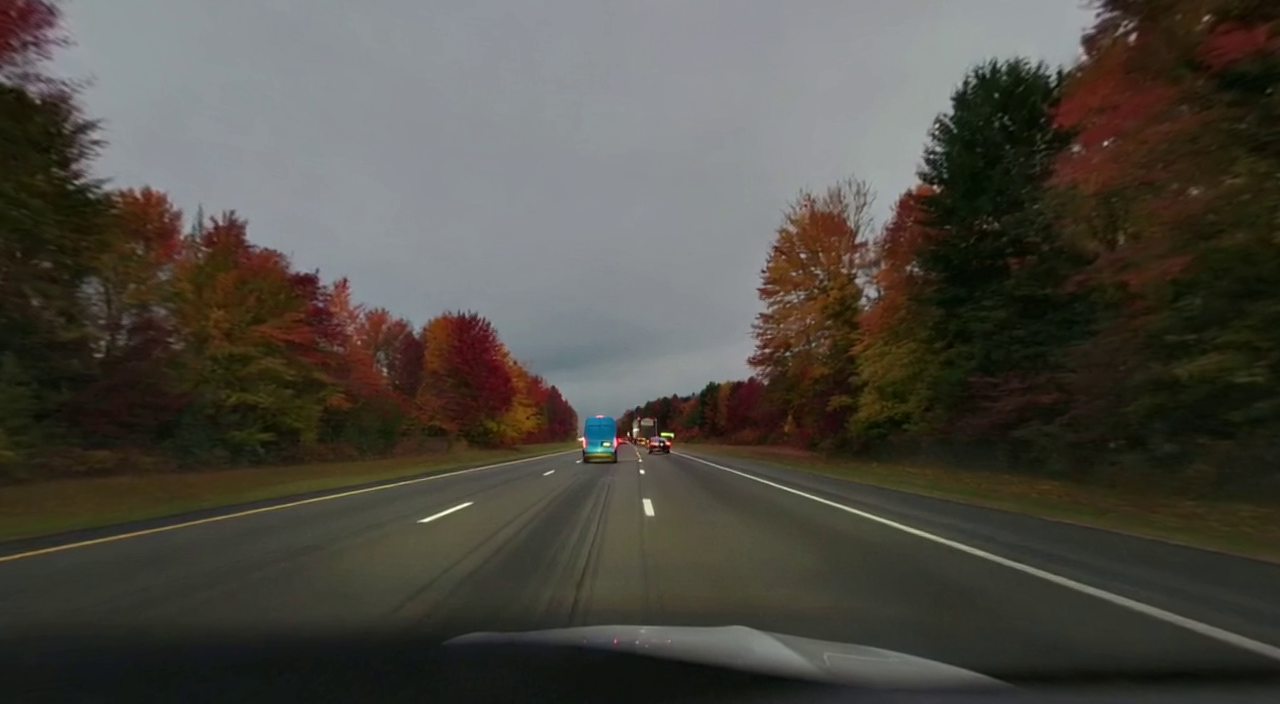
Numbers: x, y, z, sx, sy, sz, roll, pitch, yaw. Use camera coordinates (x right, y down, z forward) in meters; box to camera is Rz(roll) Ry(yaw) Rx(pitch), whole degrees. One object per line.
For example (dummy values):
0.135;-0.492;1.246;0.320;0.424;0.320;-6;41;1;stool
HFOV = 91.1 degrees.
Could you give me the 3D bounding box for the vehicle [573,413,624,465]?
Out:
-2.164;4.764;34.587;2.389;2.637;5.437;0;-8;1;vehicle
